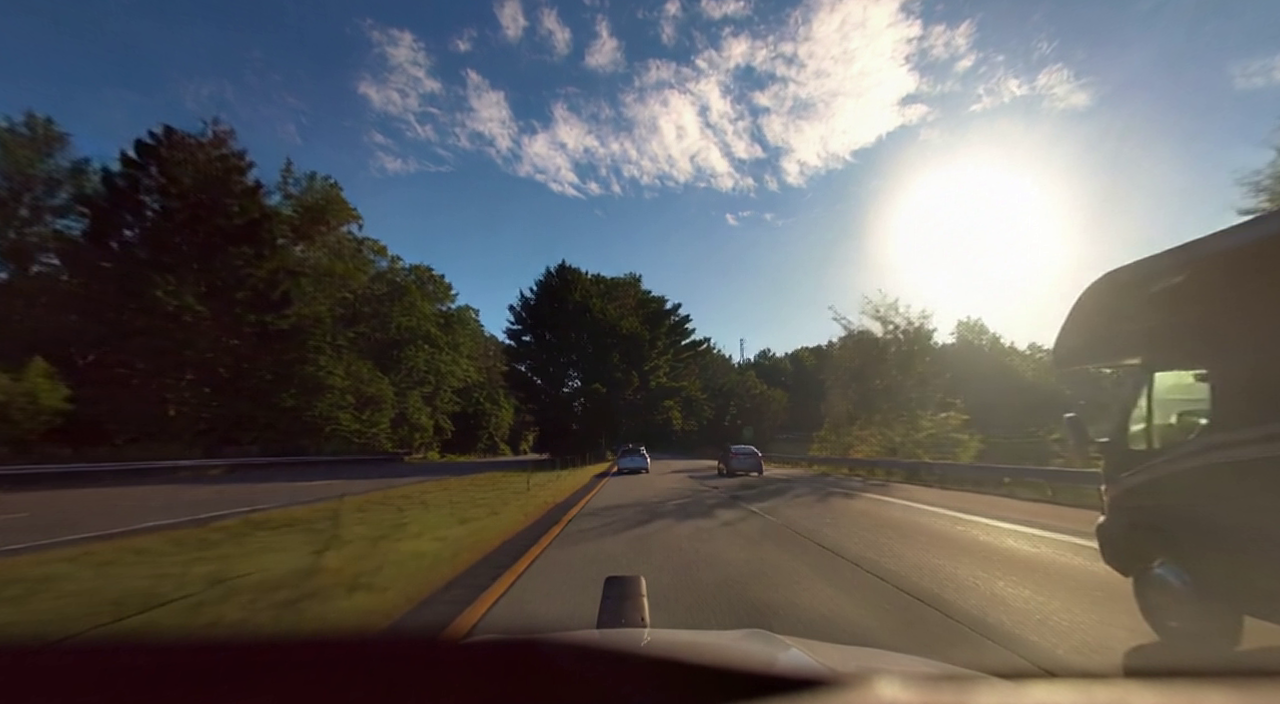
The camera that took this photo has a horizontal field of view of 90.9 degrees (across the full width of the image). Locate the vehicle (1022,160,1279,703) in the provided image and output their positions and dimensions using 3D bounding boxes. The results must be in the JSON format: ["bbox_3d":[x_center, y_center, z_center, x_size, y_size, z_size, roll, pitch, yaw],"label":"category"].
[{"bbox_3d":[4.674,0.206,1.736,2.745,2.832,7.035,0,-9,0],"label":"vehicle"}]

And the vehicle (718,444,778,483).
[{"bbox_3d":[4.253,4.453,25.375,1.757,1.459,3.398,0,-9,-1],"label":"vehicle"}]

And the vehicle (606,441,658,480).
[{"bbox_3d":[-0.340,4.805,28.132,2.120,1.575,4.018,0,-9,0],"label":"vehicle"}]
